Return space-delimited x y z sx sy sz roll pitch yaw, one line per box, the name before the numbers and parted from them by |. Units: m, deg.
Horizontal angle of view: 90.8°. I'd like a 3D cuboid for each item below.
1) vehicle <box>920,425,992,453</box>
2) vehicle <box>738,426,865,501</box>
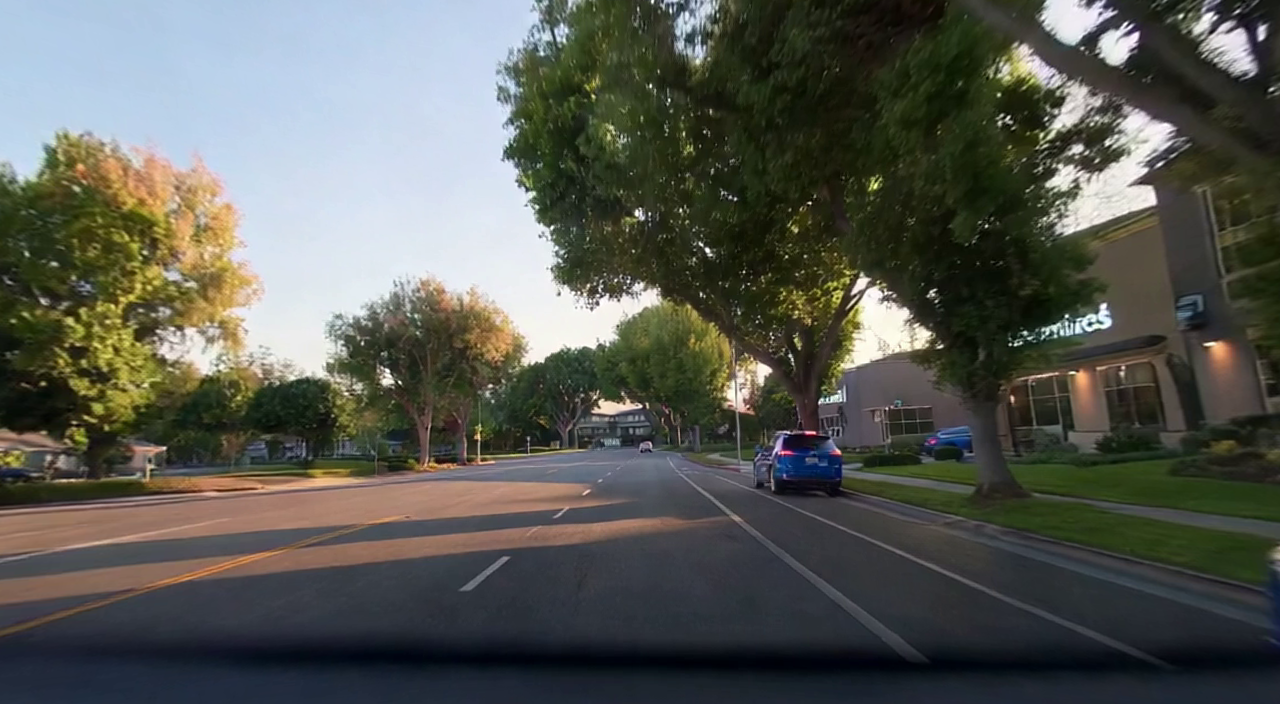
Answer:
vehicle | 18.649 5.187 37.505 1.826 1.492 4.417 0 -8 -3
vehicle | 4.358 3.103 17.968 2.228 1.814 4.576 0 -9 -2
